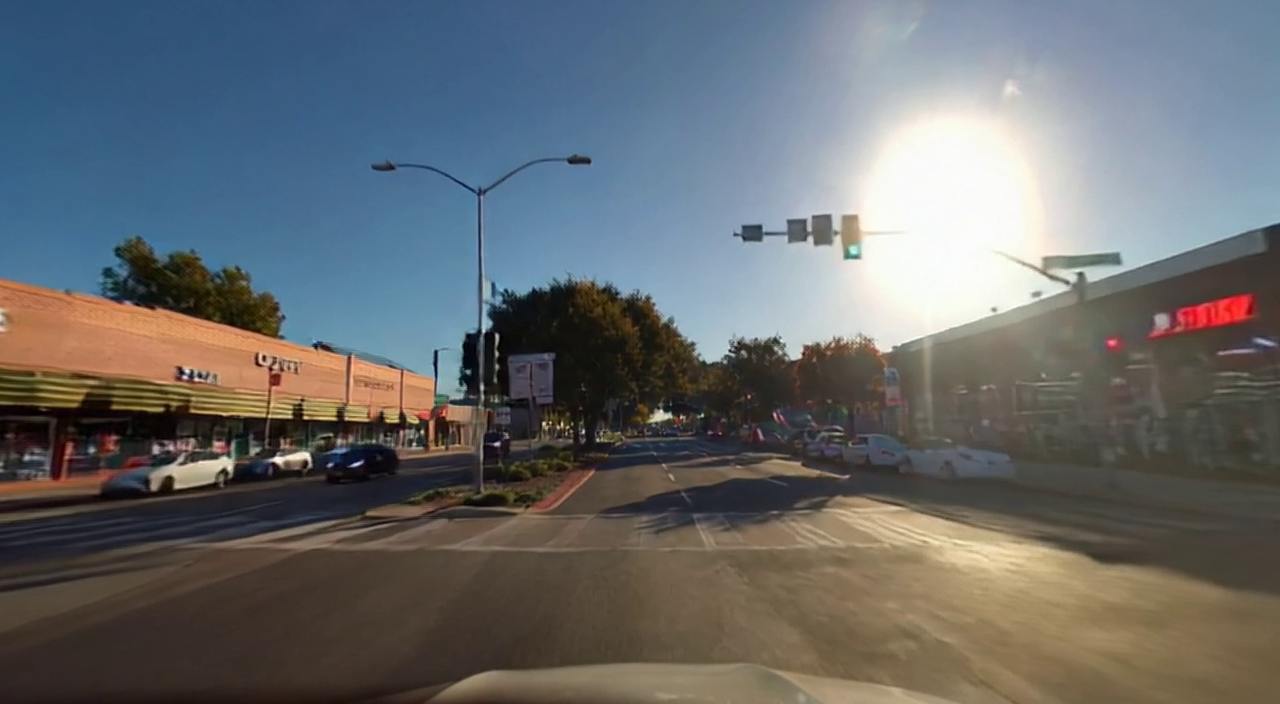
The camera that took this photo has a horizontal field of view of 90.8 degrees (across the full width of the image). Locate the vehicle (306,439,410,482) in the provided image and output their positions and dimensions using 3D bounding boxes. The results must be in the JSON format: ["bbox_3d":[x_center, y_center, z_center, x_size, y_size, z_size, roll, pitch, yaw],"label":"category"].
[{"bbox_3d":[-10.974,4.235,25.040,1.943,1.501,4.626,0,-8,1],"label":"vehicle"}]

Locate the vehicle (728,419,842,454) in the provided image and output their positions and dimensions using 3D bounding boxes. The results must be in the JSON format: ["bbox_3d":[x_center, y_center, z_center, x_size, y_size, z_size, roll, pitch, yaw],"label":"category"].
[{"bbox_3d":[9.844,6.007,44.224,6.229,2.004,6.552,-2,-10,-2],"label":"vehicle"}]

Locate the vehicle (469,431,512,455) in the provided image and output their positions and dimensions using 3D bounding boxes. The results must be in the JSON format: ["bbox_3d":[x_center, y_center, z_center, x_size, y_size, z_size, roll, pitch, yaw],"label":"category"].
[{"bbox_3d":[-11.024,6.730,46.847,2.027,1.722,4.471,0,-8,1],"label":"vehicle"}]

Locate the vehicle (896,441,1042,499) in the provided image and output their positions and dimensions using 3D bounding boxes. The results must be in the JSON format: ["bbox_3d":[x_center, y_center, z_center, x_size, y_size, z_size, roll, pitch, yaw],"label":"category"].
[{"bbox_3d":[9.697,3.473,19.134,1.948,1.483,4.645,0,-8,0],"label":"vehicle"}]

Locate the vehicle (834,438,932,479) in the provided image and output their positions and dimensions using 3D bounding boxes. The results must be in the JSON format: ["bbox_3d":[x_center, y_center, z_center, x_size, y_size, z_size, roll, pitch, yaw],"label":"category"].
[{"bbox_3d":[9.770,4.283,25.894,1.913,1.492,4.787,0,-8,-3],"label":"vehicle"}]

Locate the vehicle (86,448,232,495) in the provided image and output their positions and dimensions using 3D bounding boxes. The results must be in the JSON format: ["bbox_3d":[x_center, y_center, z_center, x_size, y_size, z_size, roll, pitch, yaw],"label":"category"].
[{"bbox_3d":[-18.075,4.456,24.099,1.858,1.493,4.721,0,-8,0],"label":"vehicle"}]

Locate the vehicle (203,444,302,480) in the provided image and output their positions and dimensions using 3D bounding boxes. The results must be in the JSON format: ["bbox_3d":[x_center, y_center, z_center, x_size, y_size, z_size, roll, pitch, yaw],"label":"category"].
[{"bbox_3d":[-18.137,5.125,29.836,1.756,1.525,4.355,-1,-8,3],"label":"vehicle"}]

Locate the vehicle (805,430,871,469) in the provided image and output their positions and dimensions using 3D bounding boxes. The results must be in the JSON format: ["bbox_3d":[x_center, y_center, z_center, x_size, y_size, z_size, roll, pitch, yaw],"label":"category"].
[{"bbox_3d":[9.946,4.888,32.061,1.925,1.808,4.255,0,-8,0],"label":"vehicle"}]
